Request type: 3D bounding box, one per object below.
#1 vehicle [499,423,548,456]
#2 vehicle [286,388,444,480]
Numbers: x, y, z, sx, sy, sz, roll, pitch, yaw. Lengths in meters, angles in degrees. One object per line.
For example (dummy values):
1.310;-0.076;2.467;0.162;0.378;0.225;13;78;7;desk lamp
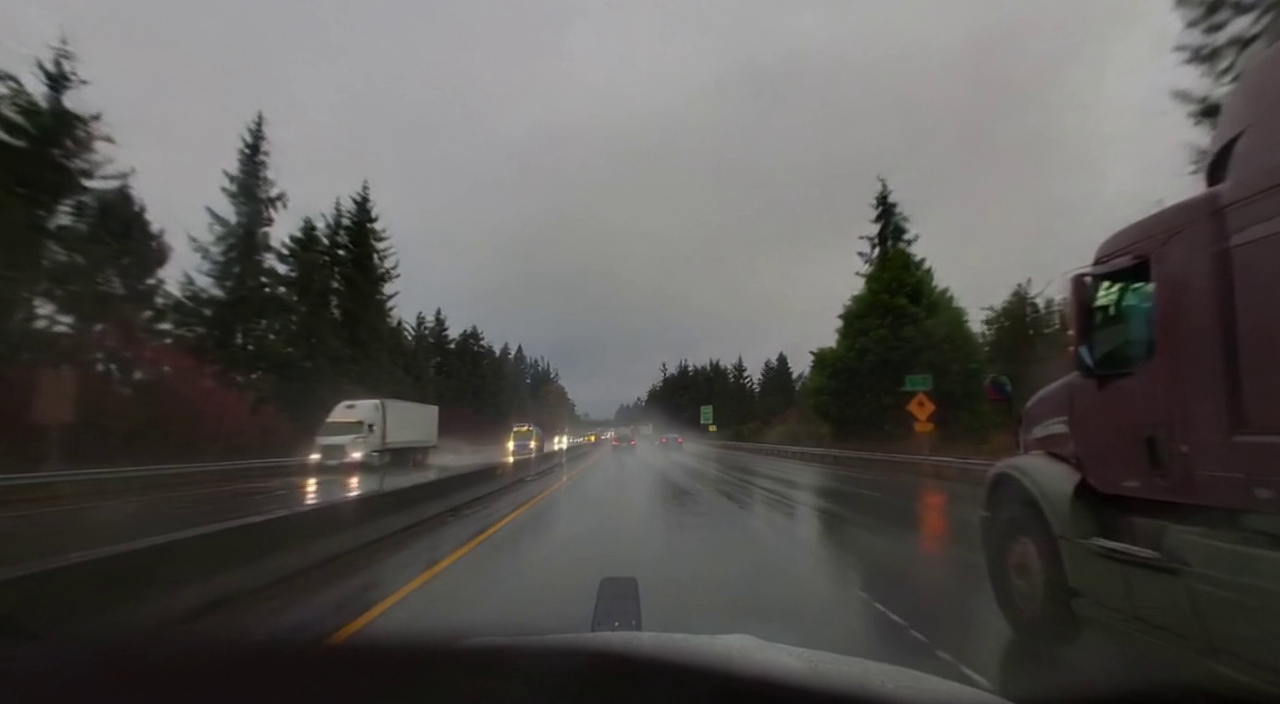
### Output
-8.843;6.706;48.291;2.548;2.313;6.373;0;-8;0;vehicle
-12.635;3.996;30.477;2.957;3.662;10.534;0;-8;-1;vehicle
